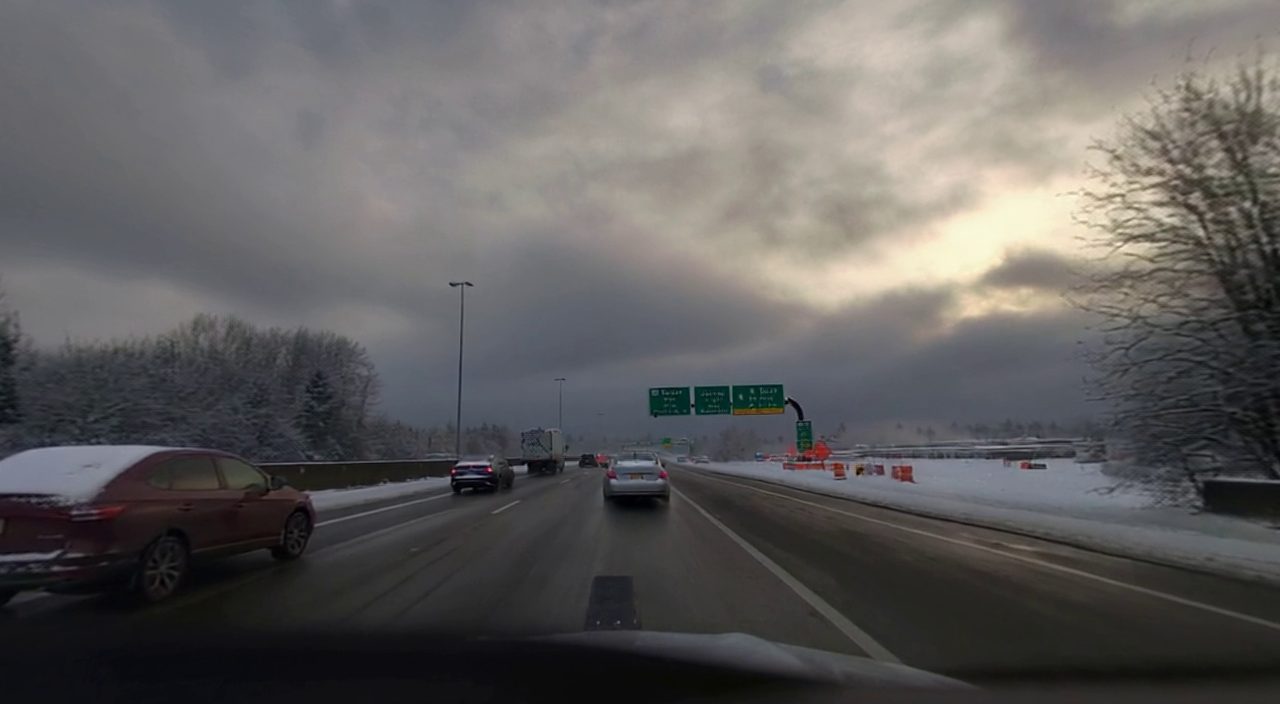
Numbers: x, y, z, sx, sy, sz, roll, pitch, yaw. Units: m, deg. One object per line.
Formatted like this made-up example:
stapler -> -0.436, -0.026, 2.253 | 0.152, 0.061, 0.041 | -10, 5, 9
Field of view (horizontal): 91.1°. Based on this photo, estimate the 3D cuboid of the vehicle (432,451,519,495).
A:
vehicle -> -5.813, 4.303, 22.737 | 2.063, 1.417, 4.000 | 0, -9, 0

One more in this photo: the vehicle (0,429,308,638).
vehicle -> -5.583, 1.608, 6.460 | 1.892, 1.481, 4.573 | 0, -9, -1

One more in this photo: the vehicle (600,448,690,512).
vehicle -> 0.104, 3.230, 16.337 | 2.080, 1.451, 3.512 | 0, -9, -1

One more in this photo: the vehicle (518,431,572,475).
vehicle -> -6.026, 6.521, 40.713 | 2.326, 2.645, 6.249 | 0, -9, 1
